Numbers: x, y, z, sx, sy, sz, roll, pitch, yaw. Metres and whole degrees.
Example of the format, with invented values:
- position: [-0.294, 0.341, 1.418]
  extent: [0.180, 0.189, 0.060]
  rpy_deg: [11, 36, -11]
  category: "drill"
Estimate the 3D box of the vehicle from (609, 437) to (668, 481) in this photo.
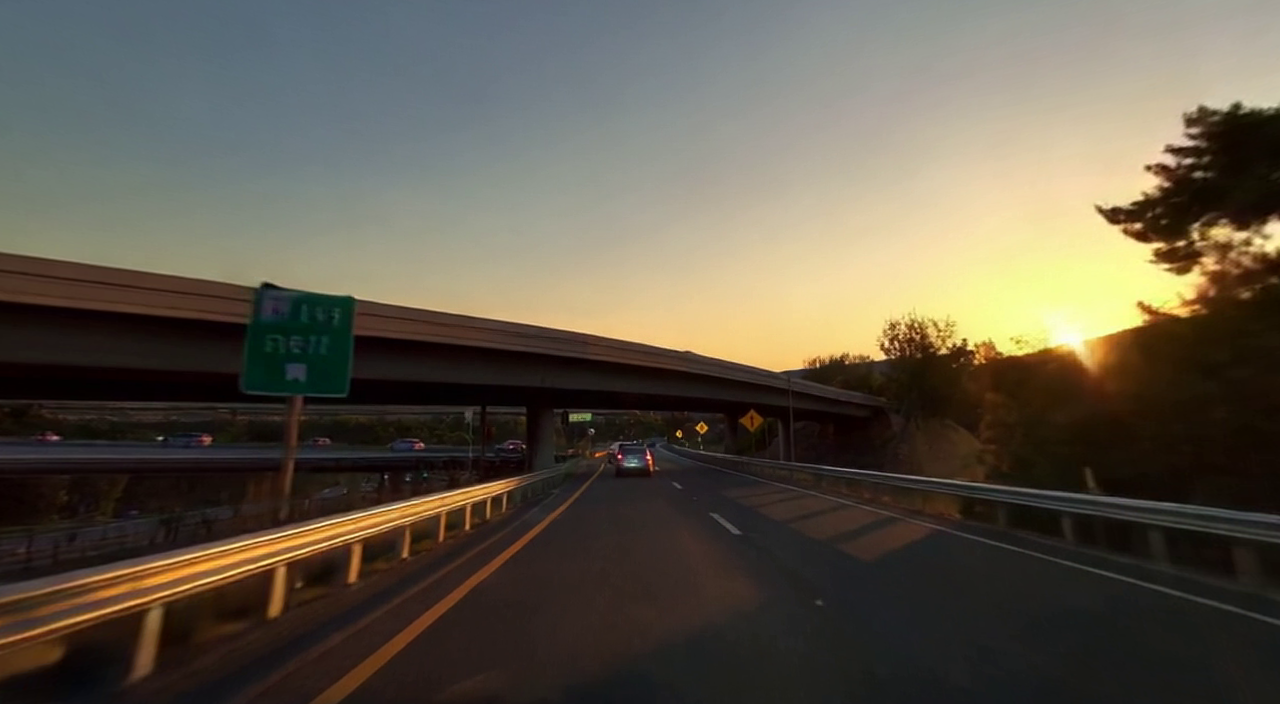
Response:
- position: [-0.081, 3.956, 23.386]
  extent: [2.006, 1.486, 3.950]
  rpy_deg: [0, -9, -1]
  category: "vehicle"
